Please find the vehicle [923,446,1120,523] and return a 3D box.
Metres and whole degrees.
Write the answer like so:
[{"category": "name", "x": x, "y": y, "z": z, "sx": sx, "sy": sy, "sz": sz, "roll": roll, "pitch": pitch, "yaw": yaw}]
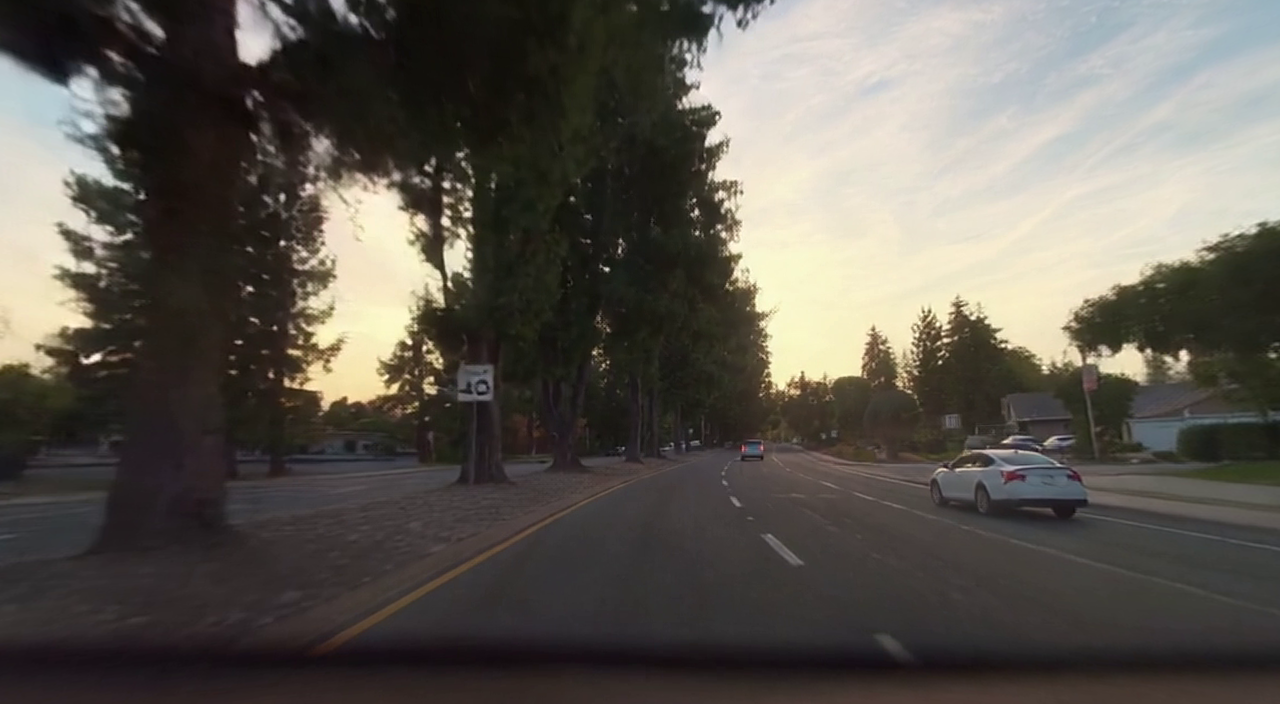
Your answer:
[{"category": "vehicle", "x": 8.311, "y": 2.871, "z": 14.321, "sx": 1.855, "sy": 1.444, "sz": 4.389, "roll": 0, "pitch": -8, "yaw": 2}]
